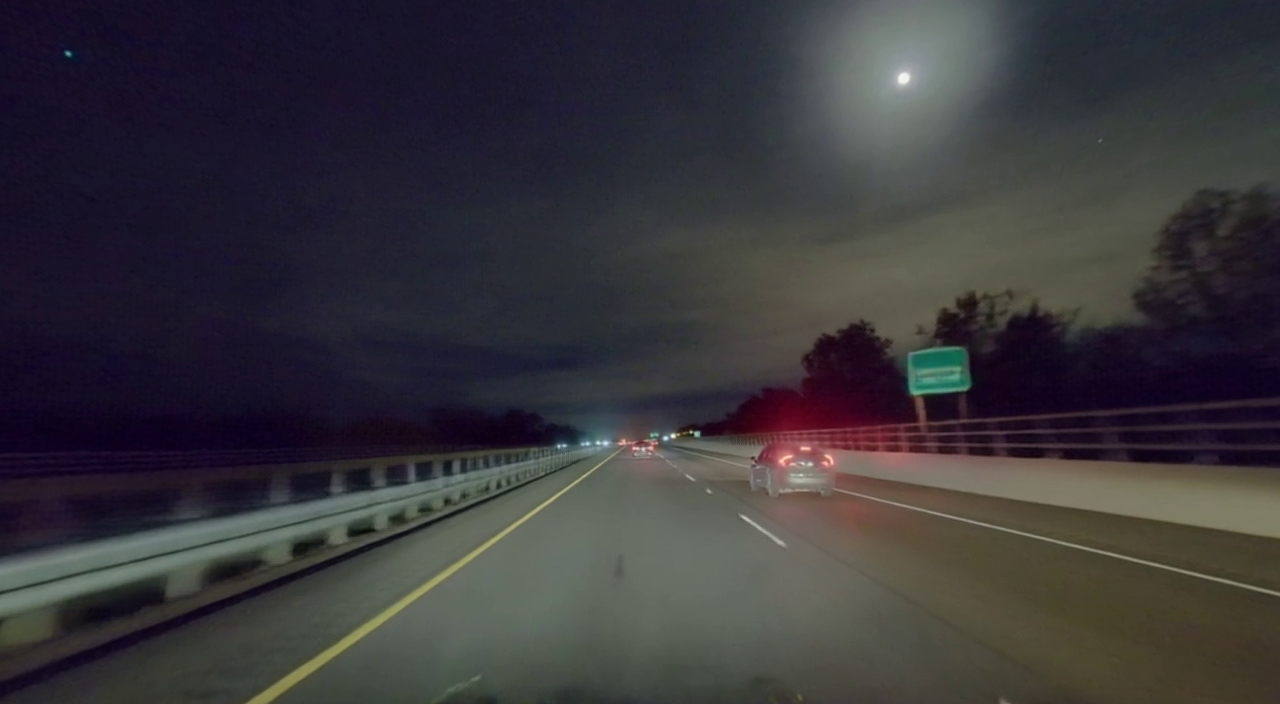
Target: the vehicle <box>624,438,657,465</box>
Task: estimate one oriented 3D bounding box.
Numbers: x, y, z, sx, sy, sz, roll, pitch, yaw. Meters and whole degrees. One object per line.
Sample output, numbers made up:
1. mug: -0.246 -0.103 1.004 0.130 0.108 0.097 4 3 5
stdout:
1. vehicle: 0.006 6.684 42.495 2.059 1.696 4.165 0 -8 -1
